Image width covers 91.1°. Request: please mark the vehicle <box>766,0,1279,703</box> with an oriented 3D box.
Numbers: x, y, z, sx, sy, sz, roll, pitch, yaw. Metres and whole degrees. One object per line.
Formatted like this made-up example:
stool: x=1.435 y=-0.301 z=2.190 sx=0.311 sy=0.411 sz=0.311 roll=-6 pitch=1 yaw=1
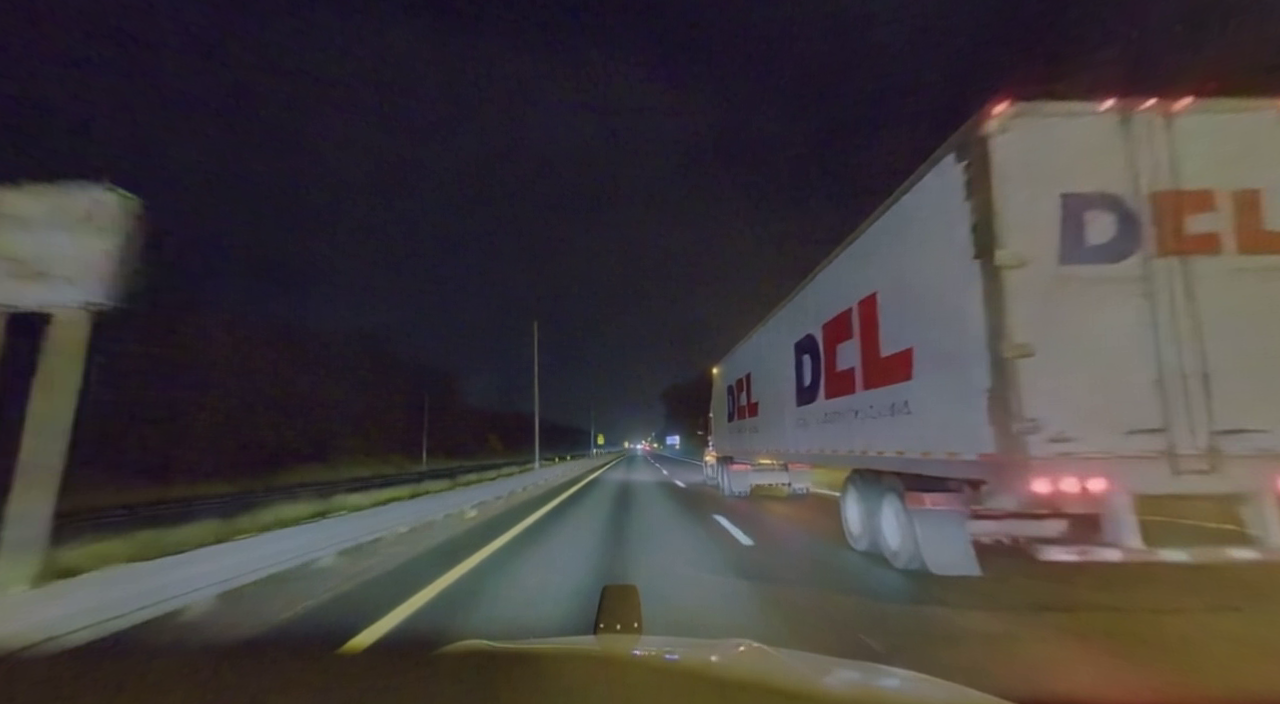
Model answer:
vehicle: x=3.843 y=0.250 z=7.267 sx=2.879 sy=4.075 sz=8.126 roll=0 pitch=-9 yaw=-1
